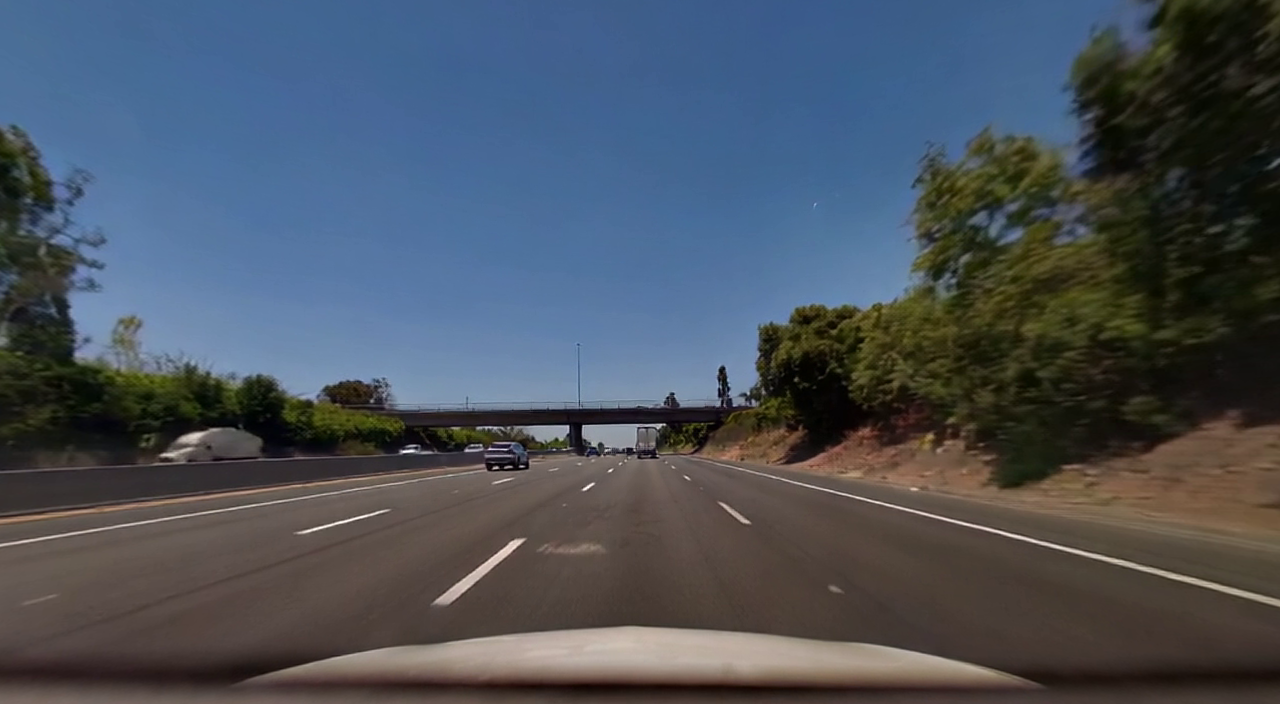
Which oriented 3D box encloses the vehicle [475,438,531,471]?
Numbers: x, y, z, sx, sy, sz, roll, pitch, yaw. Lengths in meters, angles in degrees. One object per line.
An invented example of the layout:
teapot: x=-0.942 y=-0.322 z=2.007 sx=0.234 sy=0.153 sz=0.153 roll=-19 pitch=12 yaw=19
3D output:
vehicle: x=-7.308 y=5.507 z=34.048 sx=1.981 sy=1.685 sz=4.171 roll=0 pitch=-8 yaw=1
